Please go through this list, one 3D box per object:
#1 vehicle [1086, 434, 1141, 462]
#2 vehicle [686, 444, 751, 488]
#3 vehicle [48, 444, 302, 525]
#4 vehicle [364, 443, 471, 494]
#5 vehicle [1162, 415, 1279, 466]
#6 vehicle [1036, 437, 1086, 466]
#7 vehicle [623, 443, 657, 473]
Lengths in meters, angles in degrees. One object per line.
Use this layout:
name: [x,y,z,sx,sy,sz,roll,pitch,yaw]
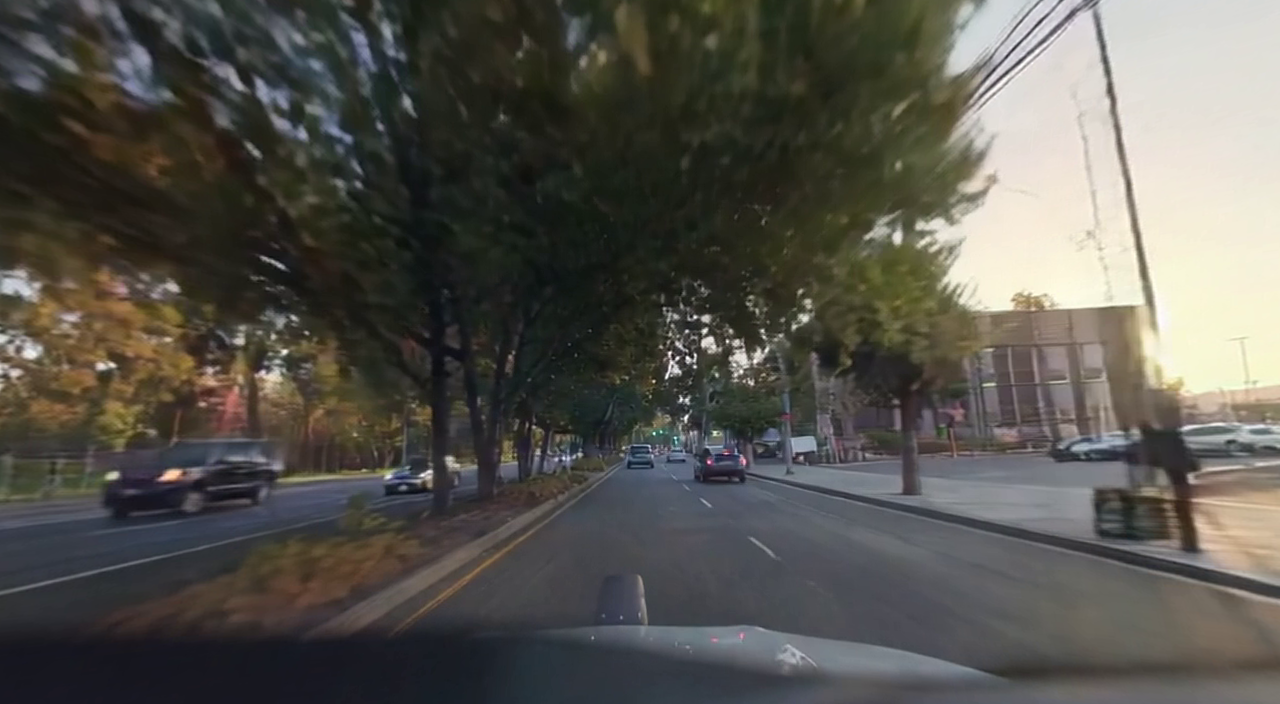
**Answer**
vehicle: [27.442,5.578,36.716,1.825,1.476,3.833,-5,-9,27]
vehicle: [3.057,4.537,25.532,1.990,1.592,4.294,0,-8,-1]
vehicle: [-11.857,3.364,16.903,2.383,1.725,5.760,-1,-8,1]
vehicle: [-8.381,4.412,24.336,2.518,1.719,4.314,-1,-8,0]
vehicle: [23.056,3.333,23.713,2.187,1.757,4.663,3,-9,-22]
vehicle: [24.408,5.744,36.546,2.071,1.528,4.644,-7,-10,36]
vehicle: [-0.024,6.977,41.770,2.163,1.825,4.073,-1,-8,0]
